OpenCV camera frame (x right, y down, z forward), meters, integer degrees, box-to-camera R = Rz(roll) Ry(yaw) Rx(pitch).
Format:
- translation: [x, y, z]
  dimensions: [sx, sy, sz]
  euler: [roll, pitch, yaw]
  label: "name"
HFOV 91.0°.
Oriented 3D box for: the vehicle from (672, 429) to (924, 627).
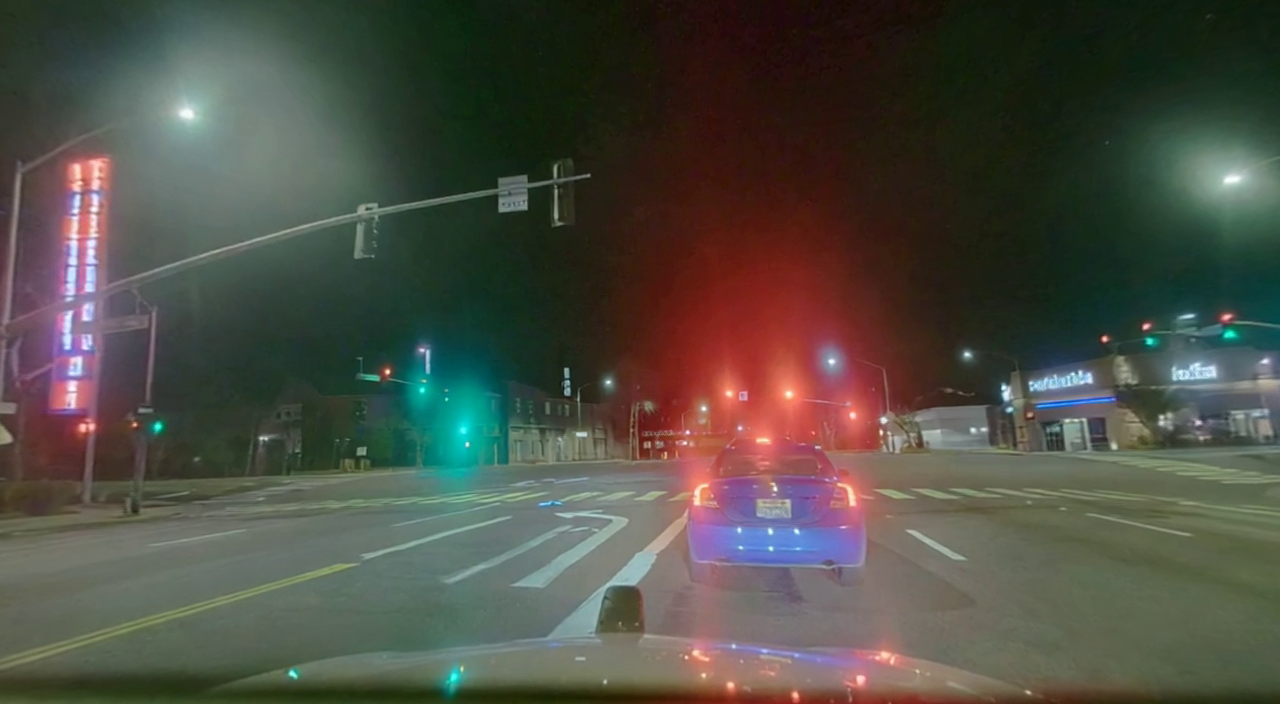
- translation: [1.581, 1.671, 7.118]
  dimensions: [1.872, 1.459, 4.483]
  euler: [-1, -9, 10]
  label: "vehicle"
